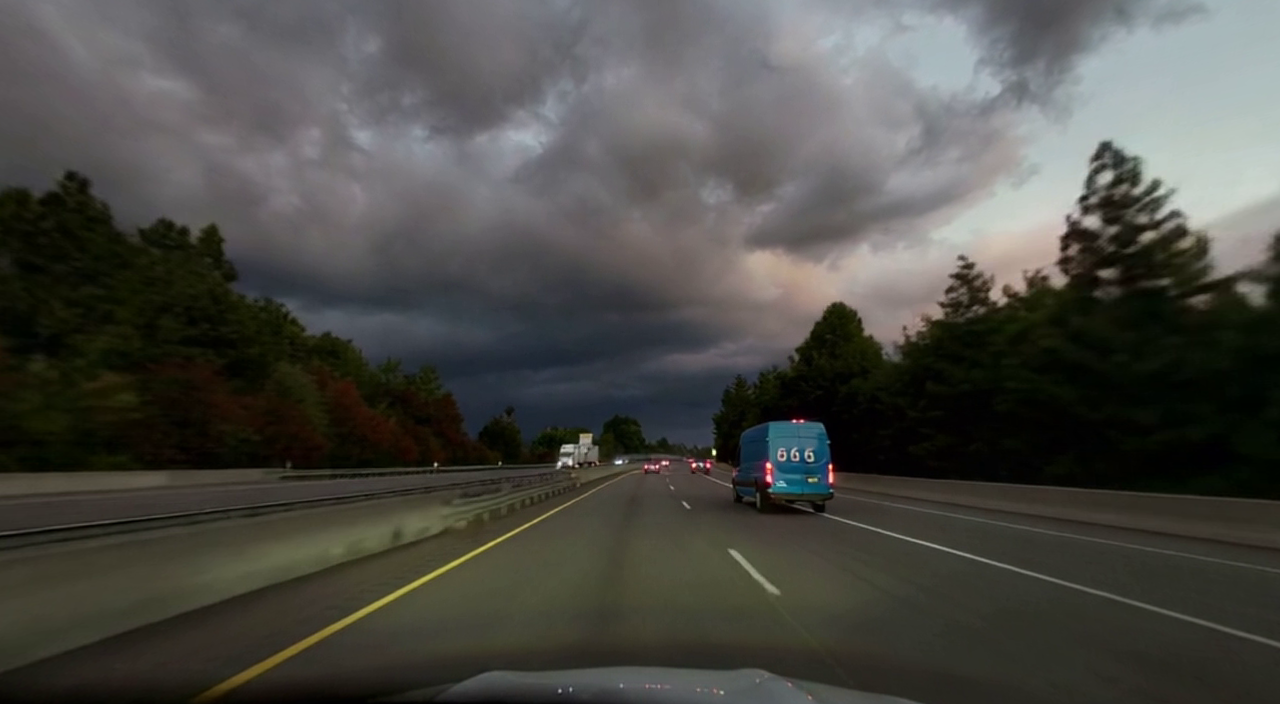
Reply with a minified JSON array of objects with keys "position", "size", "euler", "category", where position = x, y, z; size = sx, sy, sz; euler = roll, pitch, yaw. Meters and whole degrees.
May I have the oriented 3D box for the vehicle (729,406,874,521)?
[{"position":[4.096,3.082,17.360],"size":[2.366,2.595,5.793],"euler":[1,-11,-1],"category":"vehicle"}]
